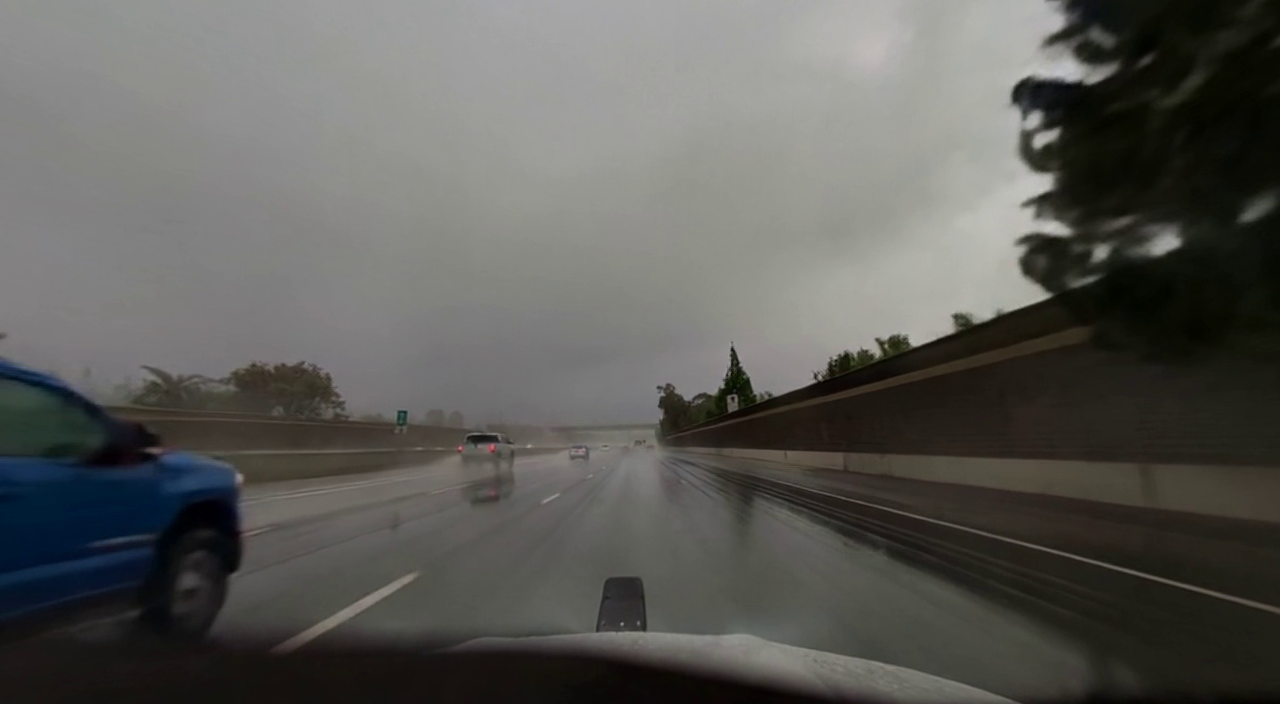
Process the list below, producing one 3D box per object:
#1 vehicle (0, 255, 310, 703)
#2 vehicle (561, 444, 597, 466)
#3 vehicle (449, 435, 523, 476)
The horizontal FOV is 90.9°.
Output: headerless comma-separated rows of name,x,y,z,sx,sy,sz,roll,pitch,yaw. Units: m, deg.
vehicle,-4.012,0.569,1.849,2.604,2.170,6.271,0,-9,1
vehicle,-4.229,7.284,44.560,2.106,1.452,4.525,0,-9,0
vehicle,-7.922,5.375,33.152,2.351,1.922,6.335,0,-9,0
